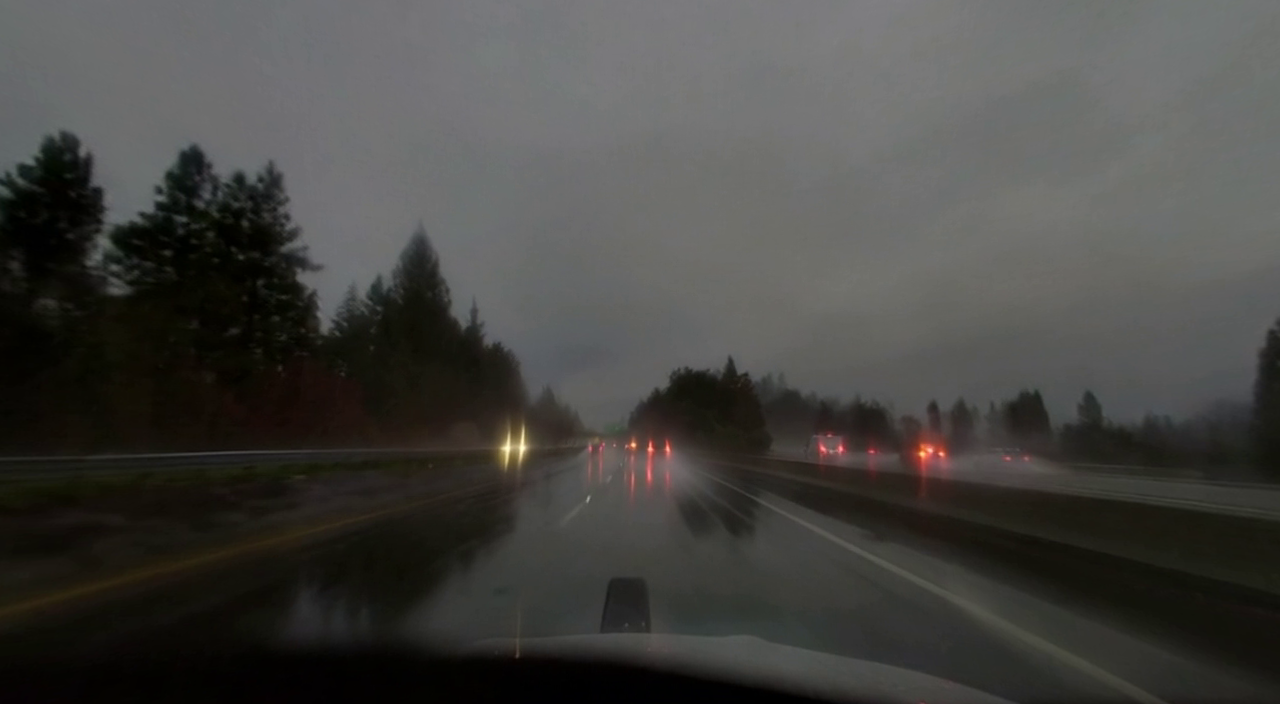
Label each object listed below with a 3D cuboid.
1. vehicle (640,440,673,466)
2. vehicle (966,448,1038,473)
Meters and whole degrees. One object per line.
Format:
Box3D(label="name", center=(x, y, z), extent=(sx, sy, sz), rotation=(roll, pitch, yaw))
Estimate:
Box3D(label="vehicle", center=(0.990, 6.329, 39.601), extent=(1.966, 1.542, 3.979), rotation=(0, -8, -1))
Box3D(label="vehicle", center=(24.916, 7.458, 43.446), extent=(1.938, 1.534, 4.006), rotation=(2, -9, -16))
